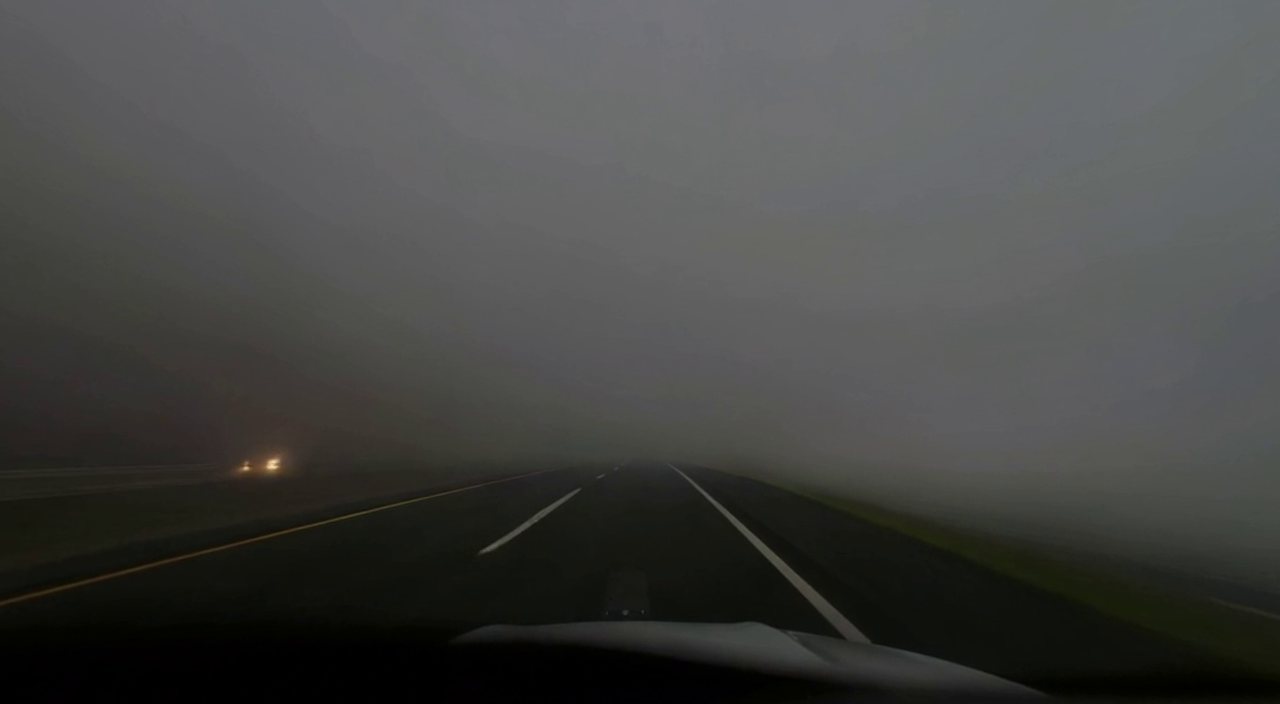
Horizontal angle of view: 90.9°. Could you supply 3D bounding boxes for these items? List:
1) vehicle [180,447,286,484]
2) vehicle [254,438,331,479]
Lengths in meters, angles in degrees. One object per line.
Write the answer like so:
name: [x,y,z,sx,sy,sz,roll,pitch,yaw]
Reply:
vehicle: [-23.002,6.393,35.996,2.239,1.889,5.569,-1,-9,0]
vehicle: [-22.913,7.030,41.830,2.377,2.520,4.471,-1,-9,1]
